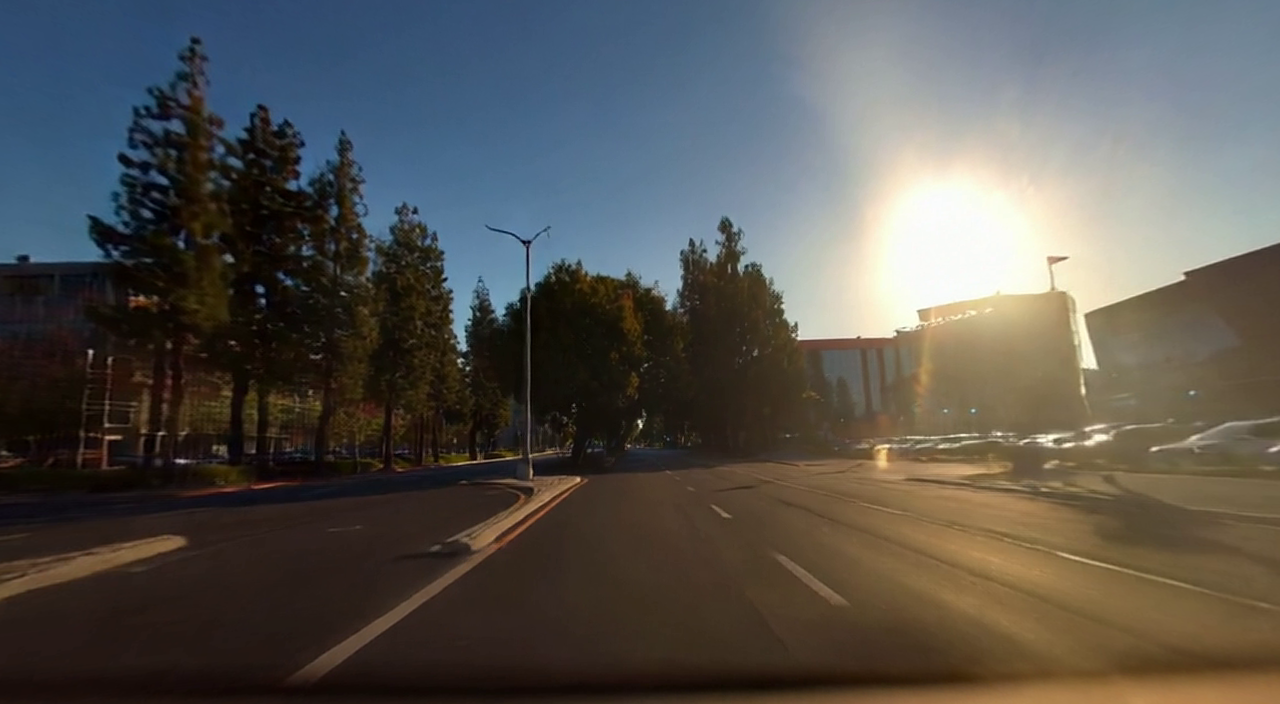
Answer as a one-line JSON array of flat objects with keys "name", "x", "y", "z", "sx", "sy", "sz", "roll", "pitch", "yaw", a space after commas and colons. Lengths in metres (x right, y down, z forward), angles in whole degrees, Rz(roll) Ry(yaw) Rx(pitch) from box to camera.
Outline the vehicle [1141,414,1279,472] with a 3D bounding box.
[{"name": "vehicle", "x": 17.427, "y": 2.658, "z": 18.486, "sx": 1.841, "sy": 1.471, "sz": 4.367, "roll": -2, "pitch": -9, "yaw": -1}]

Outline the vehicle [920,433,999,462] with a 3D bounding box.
[{"name": "vehicle", "x": 18.948, "y": 5.634, "z": 37.413, "sx": 4.515, "sy": 1.606, "sz": 1.910, "roll": 5, "pitch": -10, "yaw": -30}]

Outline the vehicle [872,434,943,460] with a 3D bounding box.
[{"name": "vehicle", "x": 18.258, "y": 6.464, "z": 43.109, "sx": 4.493, "sy": 1.632, "sz": 1.985, "roll": 4, "pitch": -10, "yaw": -28}]

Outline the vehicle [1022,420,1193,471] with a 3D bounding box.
[{"name": "vehicle", "x": 17.204, "y": 3.510, "z": 23.742, "sx": 2.196, "sy": 1.667, "sz": 5.262, "roll": 0, "pitch": -8, "yaw": -3}]

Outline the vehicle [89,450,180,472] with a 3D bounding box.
[{"name": "vehicle", "x": -36.894, "y": 7.939, "z": 46.211, "sx": 1.861, "sy": 1.463, "sz": 4.791, "roll": -6, "pitch": -10, "yaw": 35}]
